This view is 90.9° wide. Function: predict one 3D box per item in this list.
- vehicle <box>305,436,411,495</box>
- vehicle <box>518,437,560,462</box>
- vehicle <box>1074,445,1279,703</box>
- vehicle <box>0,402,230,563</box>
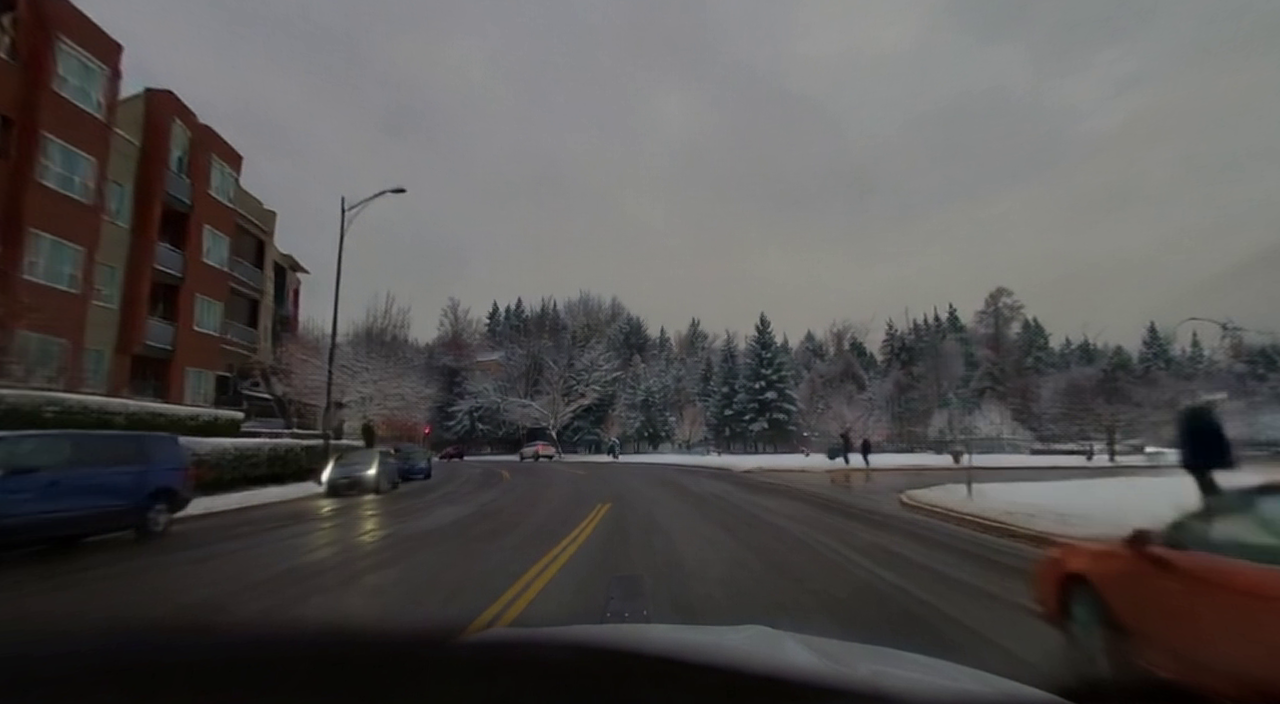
[{"bbox_3d":[-8.966,3.606,20.484,1.994,1.697,4.436,2,-8,-9],"label":"vehicle"},{"bbox_3d":[-7.762,7.412,48.230,2.000,1.809,4.405,4,-9,-24],"label":"vehicle"},{"bbox_3d":[3.101,1.042,2.173,1.559,1.351,2.452,2,-10,5],"label":"vehicle"},{"bbox_3d":[-8.510,1.811,8.694,2.347,1.846,4.915,-5,-9,2],"label":"vehicle"}]
